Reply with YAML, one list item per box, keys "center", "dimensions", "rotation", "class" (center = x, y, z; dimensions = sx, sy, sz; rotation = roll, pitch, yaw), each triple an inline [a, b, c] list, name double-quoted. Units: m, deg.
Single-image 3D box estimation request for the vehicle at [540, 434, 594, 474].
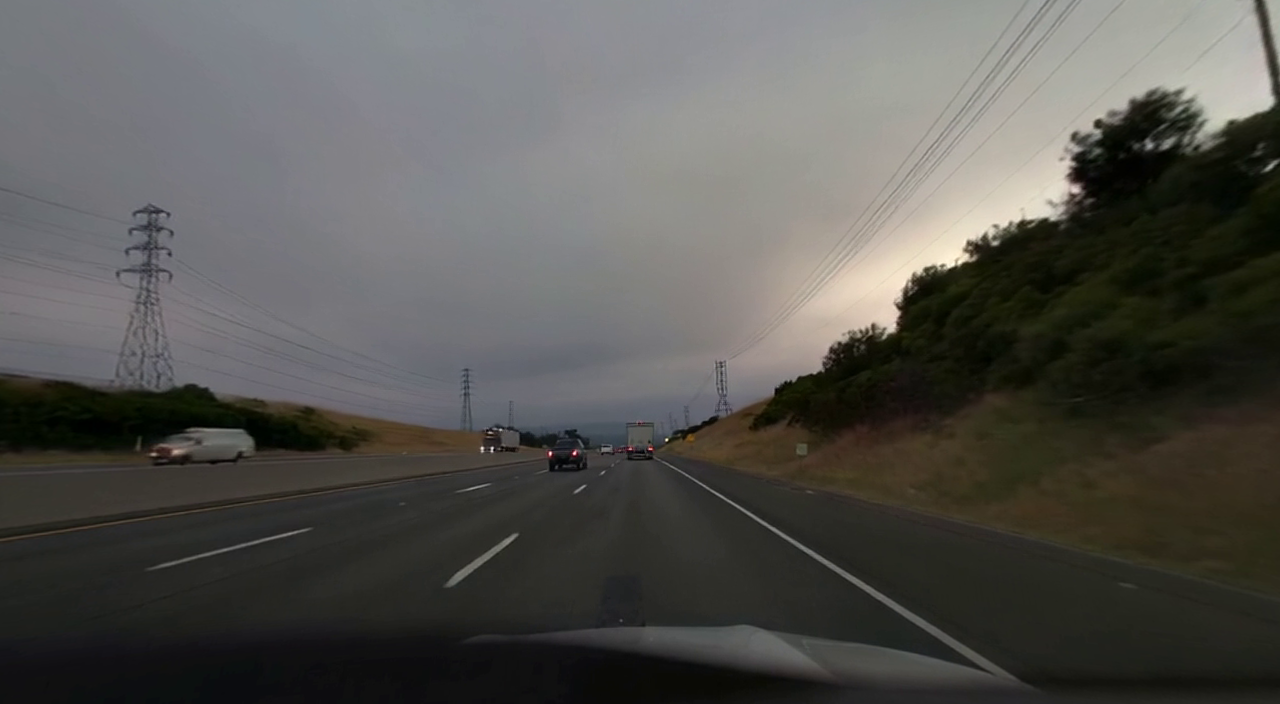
- center: [-3.773, 5.388, 33.389]
  dimensions: [2.207, 1.949, 4.911]
  rotation: [0, -9, 1]
  class: "vehicle"
